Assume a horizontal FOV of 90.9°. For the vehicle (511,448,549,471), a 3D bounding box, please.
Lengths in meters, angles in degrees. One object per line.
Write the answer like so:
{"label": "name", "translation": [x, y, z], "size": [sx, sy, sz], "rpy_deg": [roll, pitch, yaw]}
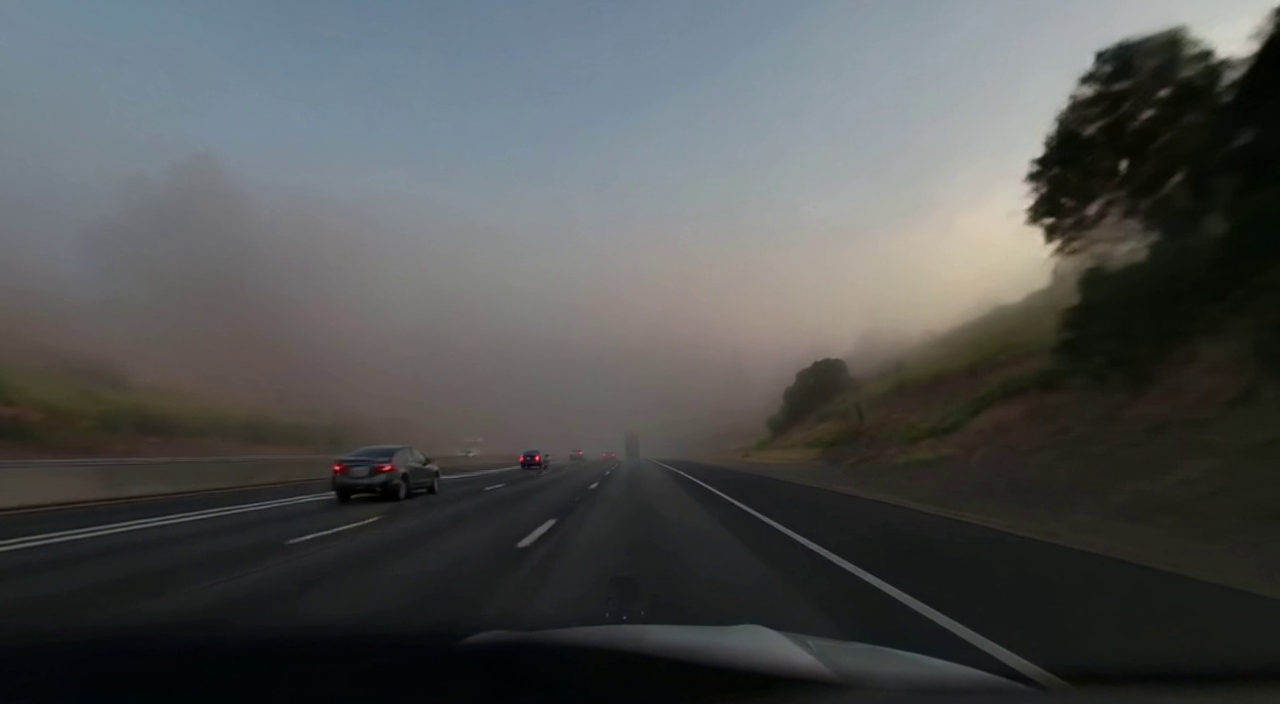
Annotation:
{"label": "vehicle", "translation": [-7.680, 7.530, 44.351], "size": [1.966, 1.476, 4.240], "rpy_deg": [0, -9, 0]}

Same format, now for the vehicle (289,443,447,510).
{"label": "vehicle", "translation": [-6.778, 3.131, 16.377], "size": [2.015, 1.483, 4.626], "rpy_deg": [0, -9, 0]}
